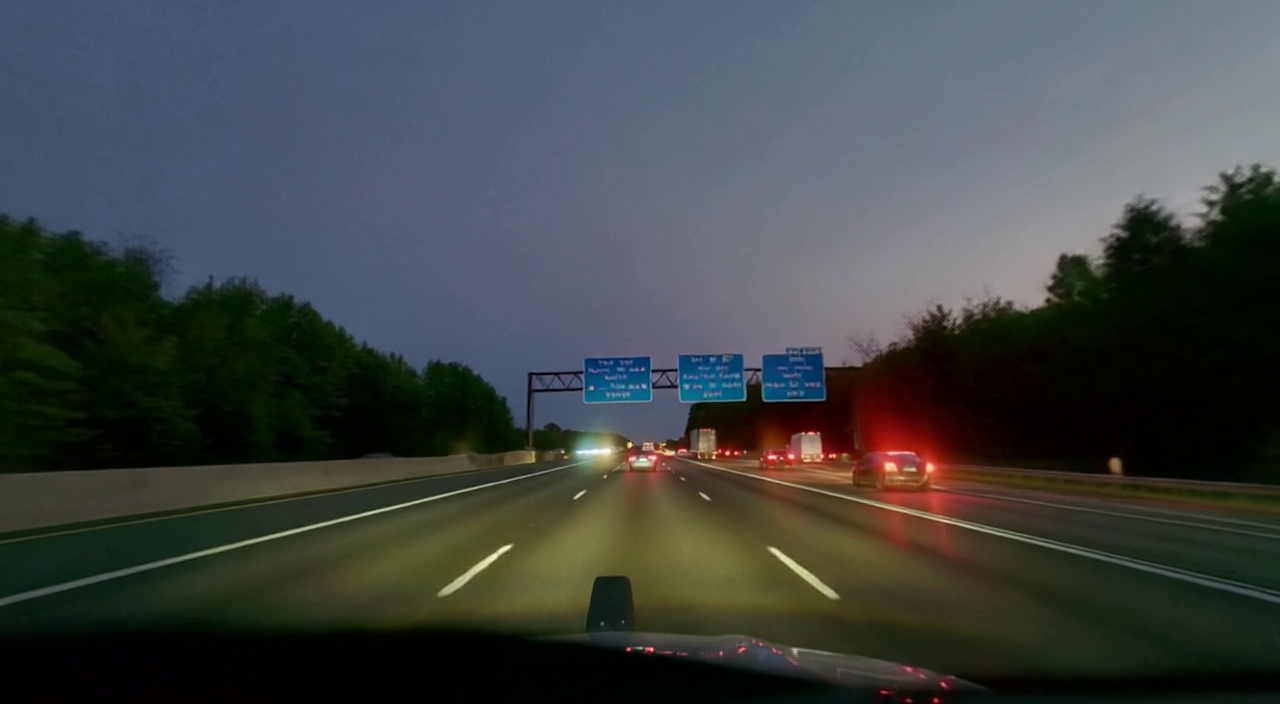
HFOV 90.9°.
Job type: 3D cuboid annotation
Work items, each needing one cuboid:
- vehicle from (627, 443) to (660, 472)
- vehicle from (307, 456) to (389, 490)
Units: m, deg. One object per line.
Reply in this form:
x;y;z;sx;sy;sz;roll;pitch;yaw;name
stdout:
0.259;7.214;43.201;2.167;1.847;4.097;0;-9;1;vehicle
-13.806;5.707;30.071;1.983;1.464;3.899;0;-9;1;vehicle
